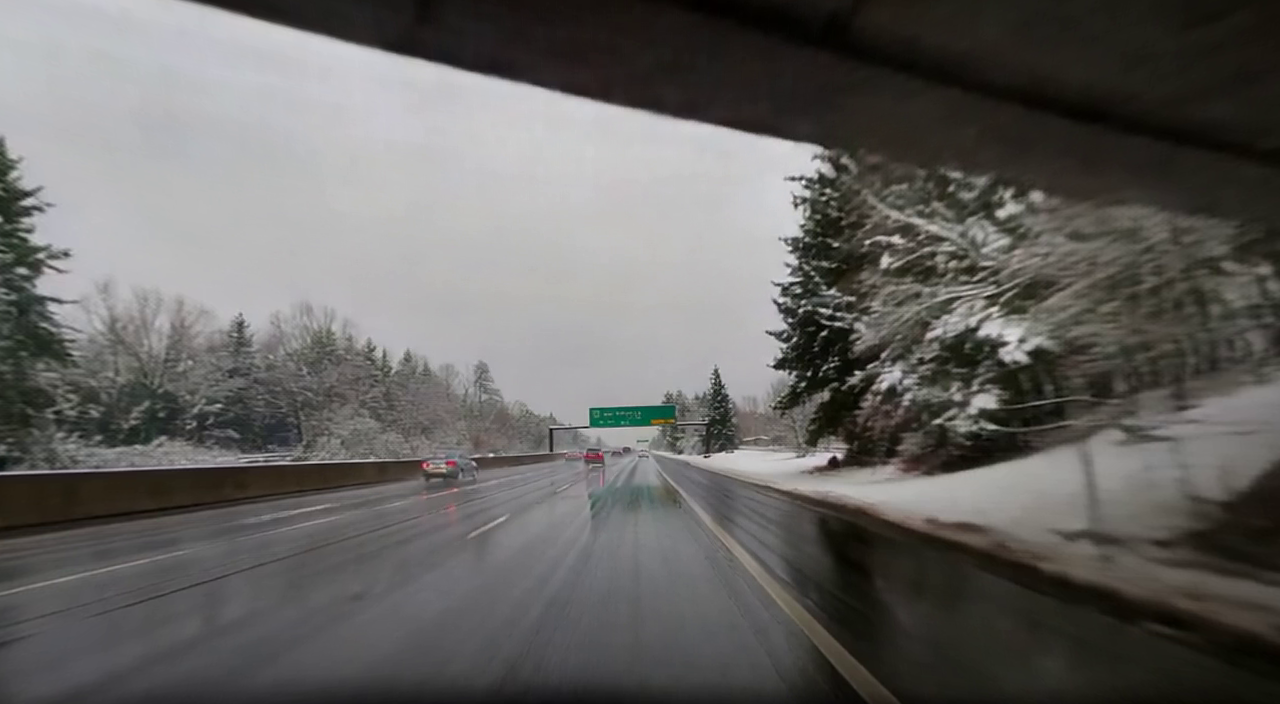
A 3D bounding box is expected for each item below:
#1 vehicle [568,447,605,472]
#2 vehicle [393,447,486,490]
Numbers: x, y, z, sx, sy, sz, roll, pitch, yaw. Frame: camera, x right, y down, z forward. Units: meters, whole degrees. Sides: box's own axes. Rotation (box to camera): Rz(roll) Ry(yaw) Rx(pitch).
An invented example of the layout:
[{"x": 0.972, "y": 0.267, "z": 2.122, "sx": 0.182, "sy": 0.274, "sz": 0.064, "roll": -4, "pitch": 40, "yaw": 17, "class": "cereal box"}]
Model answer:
[{"x": -3.608, "y": 7.364, "z": 43.295, "sx": 2.102, "sy": 1.571, "sz": 4.666, "roll": 0, "pitch": -9, "yaw": 1, "class": "vehicle"}, {"x": -7.592, "y": 4.441, "z": 24.406, "sx": 2.002, "sy": 1.507, "sz": 4.631, "roll": 0, "pitch": -9, "yaw": 1, "class": "vehicle"}]
